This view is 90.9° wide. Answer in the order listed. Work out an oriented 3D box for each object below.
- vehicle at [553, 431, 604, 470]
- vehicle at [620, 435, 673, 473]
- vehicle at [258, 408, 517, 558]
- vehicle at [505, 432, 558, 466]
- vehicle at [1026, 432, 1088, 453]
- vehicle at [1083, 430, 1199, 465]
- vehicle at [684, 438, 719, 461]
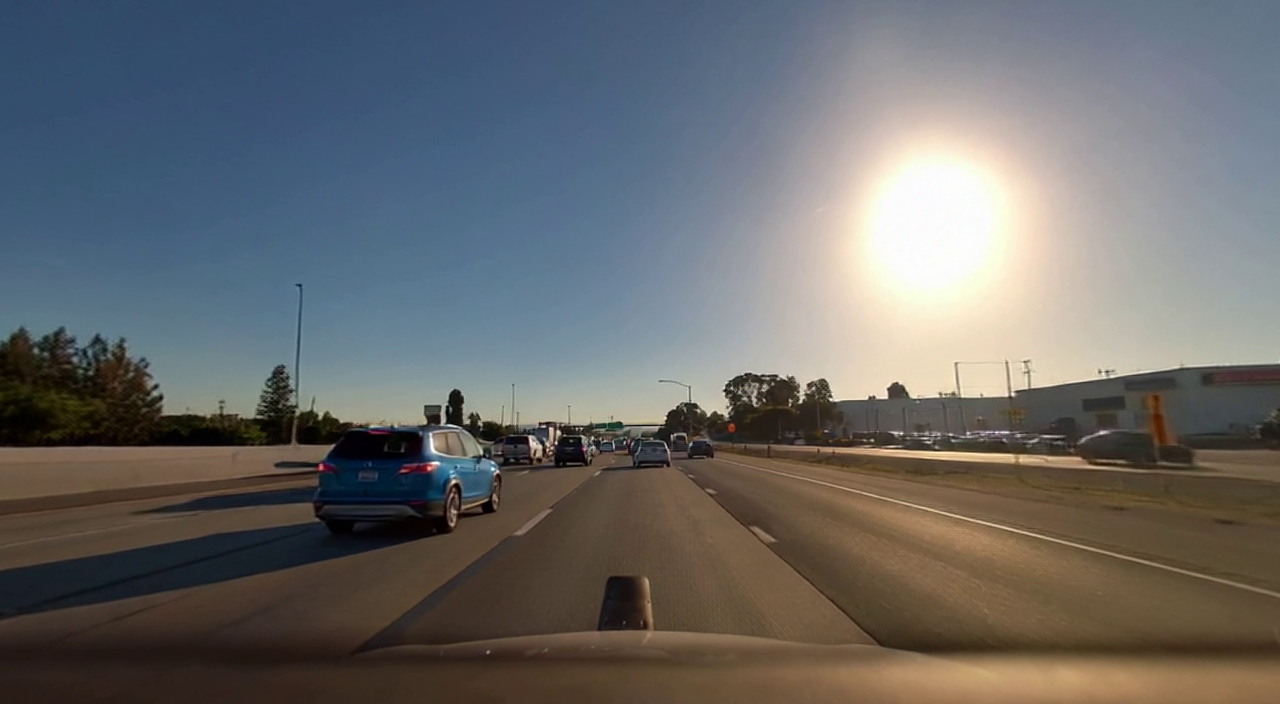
[{"bbox_3d":[-2.902,4.796,30.846,2.007,1.730,4.412,0,-8,1],"label":"vehicle"},{"bbox_3d":[0.271,4.340,26.970,2.090,1.474,3.970,0,-8,0],"label":"vehicle"},{"bbox_3d":[-3.311,1.819,9.442,1.961,1.687,4.453,0,-8,1],"label":"vehicle"},{"bbox_3d":[-6.193,5.616,36.534,2.125,1.804,4.864,0,-8,1],"label":"vehicle"},{"bbox_3d":[30.028,6.556,45.567,1.743,1.467,4.058,0,-8,2],"label":"vehicle"},{"bbox_3d":[23.198,4.441,29.438,1.854,1.463,4.371,0,-8,1],"label":"vehicle"},{"bbox_3d":[4.263,6.808,44.257,1.980,1.492,4.442,0,-8,-1],"label":"vehicle"}]
